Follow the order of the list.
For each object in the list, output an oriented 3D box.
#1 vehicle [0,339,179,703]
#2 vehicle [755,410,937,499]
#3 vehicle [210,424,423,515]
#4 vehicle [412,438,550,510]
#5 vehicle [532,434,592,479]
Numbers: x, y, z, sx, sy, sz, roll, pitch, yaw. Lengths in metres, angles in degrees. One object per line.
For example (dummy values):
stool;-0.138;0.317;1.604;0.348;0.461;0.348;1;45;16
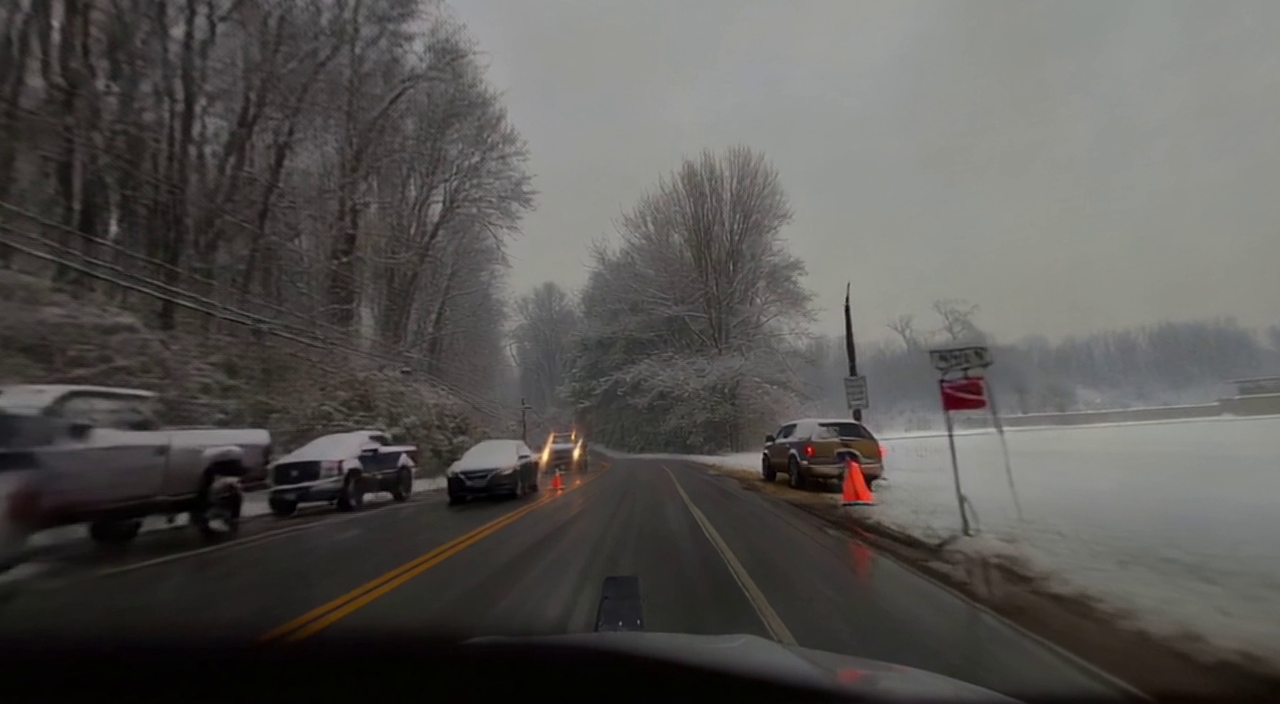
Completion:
vehicle;-4.062;0.664;1.621;2.177;1.803;4.690;0;-8;0
vehicle;5.373;2.826;17.895;2.845;2.053;6.457;0;-8;-1
vehicle;-7.946;2.936;16.514;2.353;1.943;5.853;0;-8;1
vehicle;-3.460;2.732;14.681;1.981;1.410;4.162;0;-8;2
vehicle;-3.673;5.037;30.829;2.221;1.969;5.153;0;-8;0
